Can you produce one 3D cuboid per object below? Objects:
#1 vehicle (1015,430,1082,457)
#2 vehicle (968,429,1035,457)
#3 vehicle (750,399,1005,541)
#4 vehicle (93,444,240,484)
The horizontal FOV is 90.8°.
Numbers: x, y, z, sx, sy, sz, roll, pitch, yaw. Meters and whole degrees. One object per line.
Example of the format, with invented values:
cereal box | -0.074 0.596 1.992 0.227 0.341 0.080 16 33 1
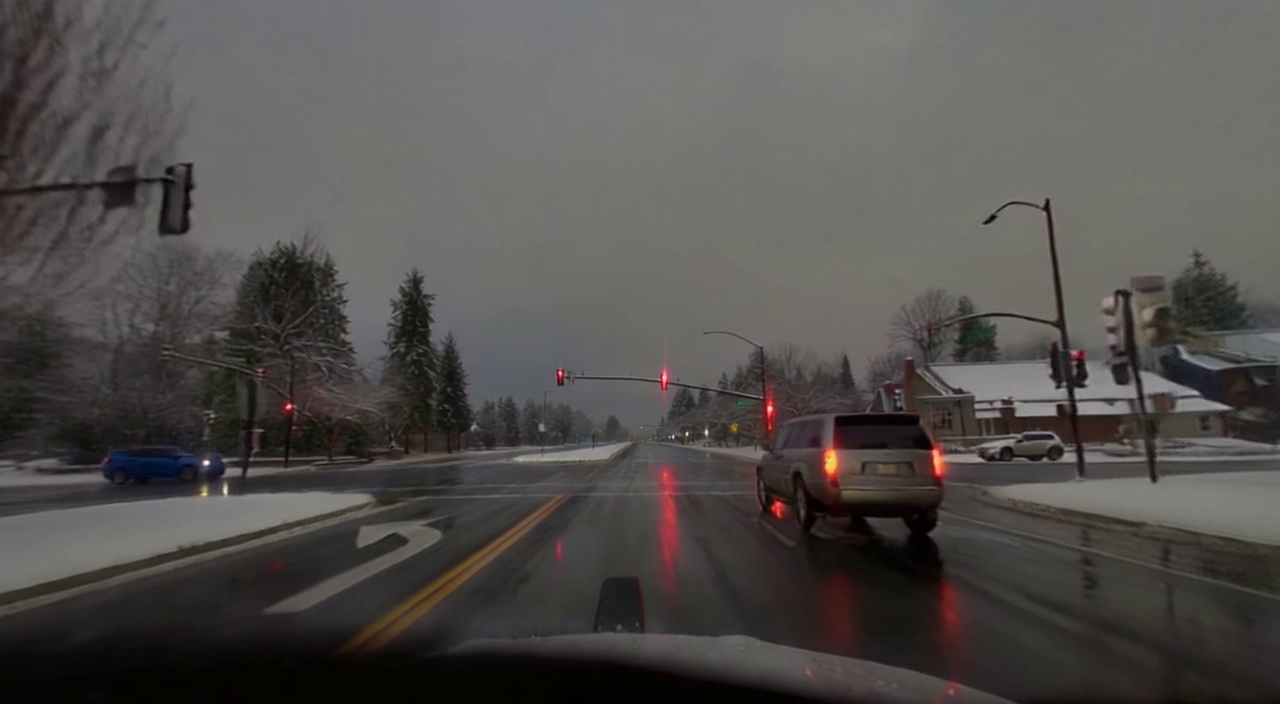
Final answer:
vehicle | 27.251 6.123 42.291 1.883 1.685 3.953 -1 -9 2
vehicle | 24.025 6.110 42.208 1.896 1.760 4.107 0 -9 -2
vehicle | 3.473 1.873 10.598 2.229 1.795 4.927 0 -9 -1
vehicle | -20.885 4.930 28.070 4.737 1.659 2.042 1 -9 -7
